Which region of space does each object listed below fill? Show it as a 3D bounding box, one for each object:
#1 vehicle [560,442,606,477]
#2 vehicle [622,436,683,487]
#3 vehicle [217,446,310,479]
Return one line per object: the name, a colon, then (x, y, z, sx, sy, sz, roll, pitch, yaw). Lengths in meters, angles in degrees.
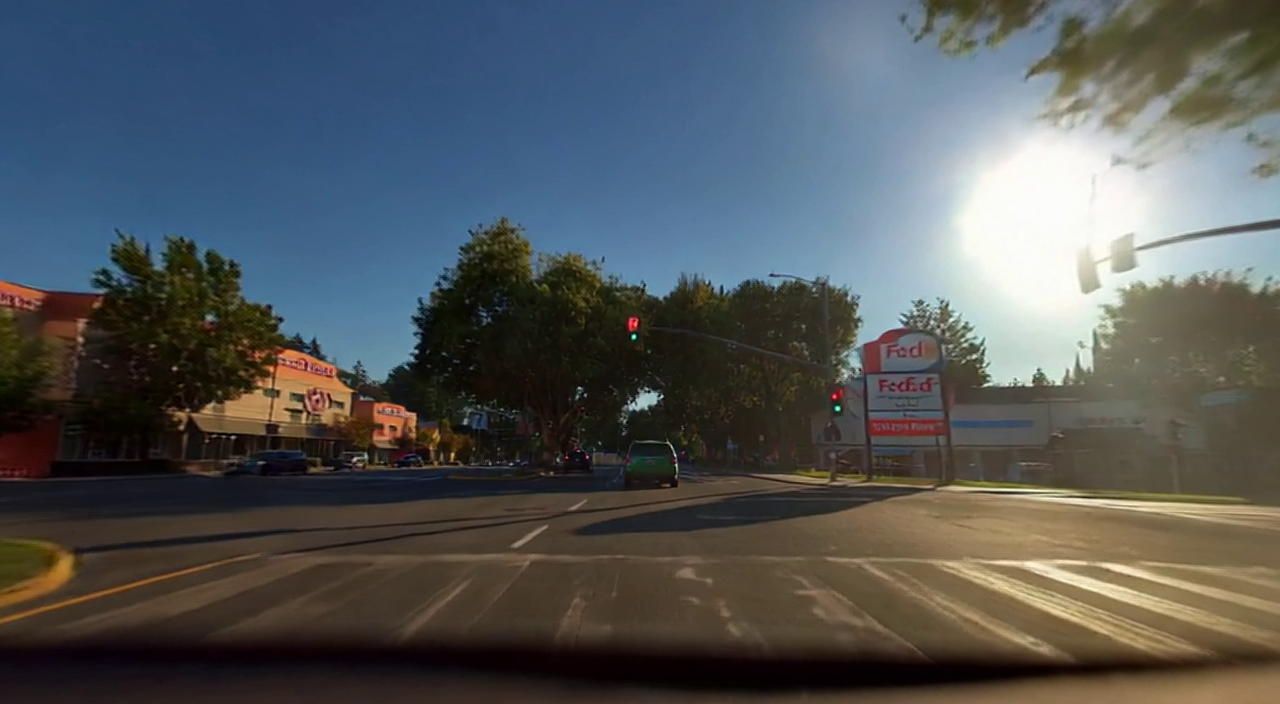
vehicle: (-3.216, 6.175, 36.630, 2.202, 1.856, 4.516, 0, -8, 1)
vehicle: (0.458, 4.471, 26.208, 2.273, 1.909, 5.075, 0, -8, 0)
vehicle: (-19.660, 5.773, 33.305, 1.948, 1.586, 4.962, 0, -8, -1)
